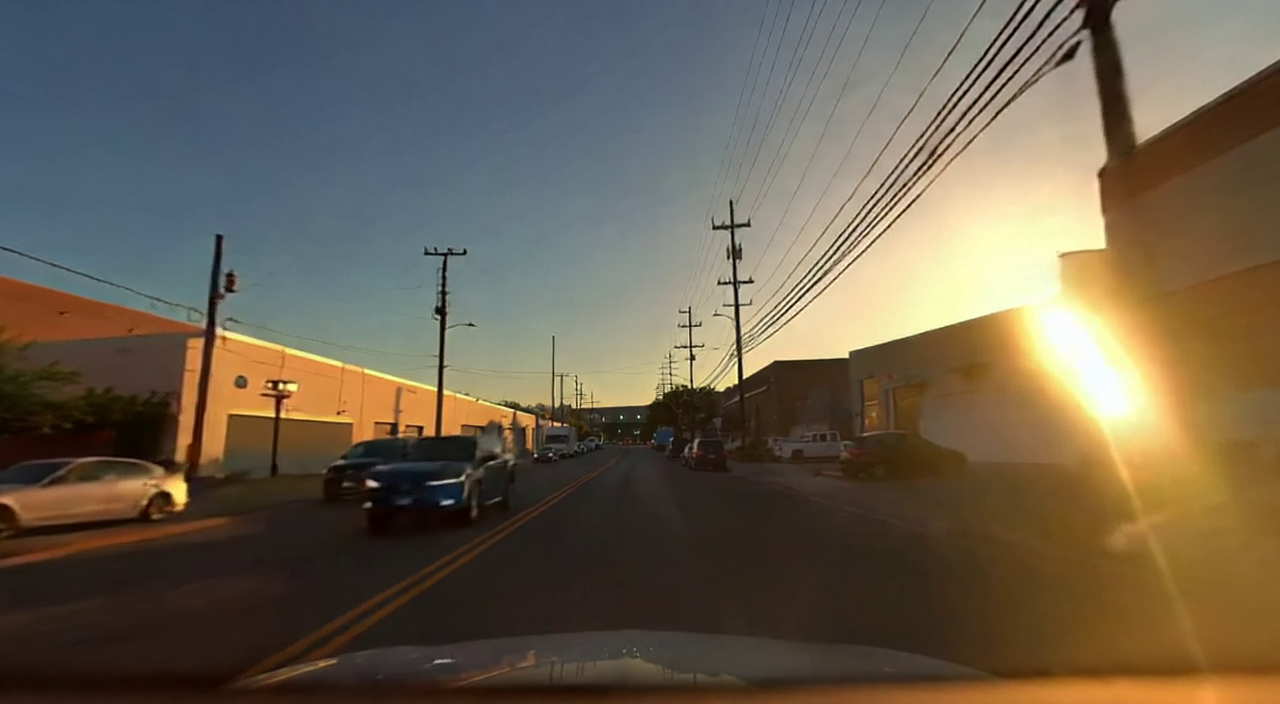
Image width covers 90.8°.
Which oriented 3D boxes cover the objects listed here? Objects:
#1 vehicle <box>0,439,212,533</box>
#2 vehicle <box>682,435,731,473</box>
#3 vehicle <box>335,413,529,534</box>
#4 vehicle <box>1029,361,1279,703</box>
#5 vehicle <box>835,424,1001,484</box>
[{"bbox_3d":[-11.853,2.638,12.800,4.936,1.703,1.959,4,-9,-26],"label":"vehicle"},{"bbox_3d":[3.765,5.904,36.833,2.333,1.967,6.008,0,-8,2],"label":"vehicle"},{"bbox_3d":[-3.721,2.277,12.478,2.229,1.889,4.816,0,-8,-1],"label":"vehicle"},{"bbox_3d":[3.930,0.832,2.295,2.092,1.730,4.595,0,-8,0],"label":"vehicle"},{"bbox_3d":[8.893,3.291,20.555,4.406,1.822,2.071,0,-8,2],"label":"vehicle"}]
